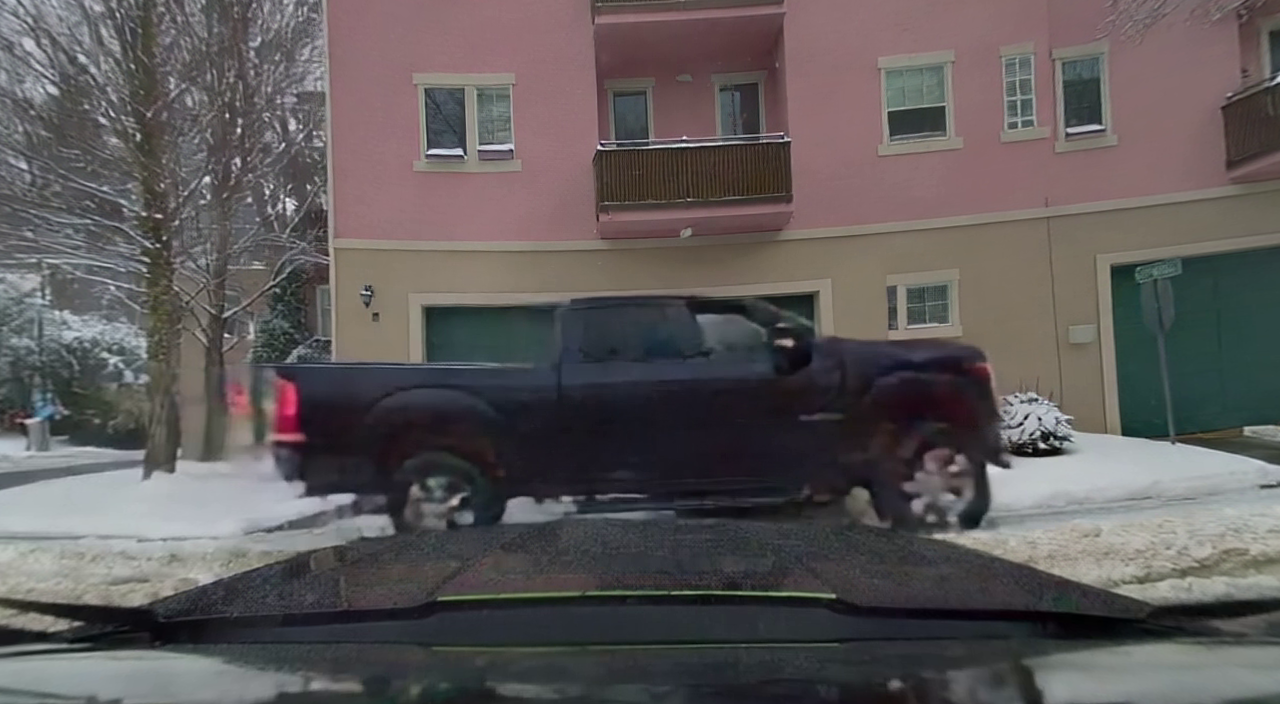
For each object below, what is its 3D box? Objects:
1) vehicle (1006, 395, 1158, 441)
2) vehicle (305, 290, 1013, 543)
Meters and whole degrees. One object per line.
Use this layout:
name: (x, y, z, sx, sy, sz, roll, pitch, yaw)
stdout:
vehicle: (15.751, 2.387, 22.640, 3.905, 1.475, 2.057, -1, -8, -2)
vehicle: (0.143, 0.639, 6.065, 5.448, 1.974, 2.176, 0, -8, 0)
